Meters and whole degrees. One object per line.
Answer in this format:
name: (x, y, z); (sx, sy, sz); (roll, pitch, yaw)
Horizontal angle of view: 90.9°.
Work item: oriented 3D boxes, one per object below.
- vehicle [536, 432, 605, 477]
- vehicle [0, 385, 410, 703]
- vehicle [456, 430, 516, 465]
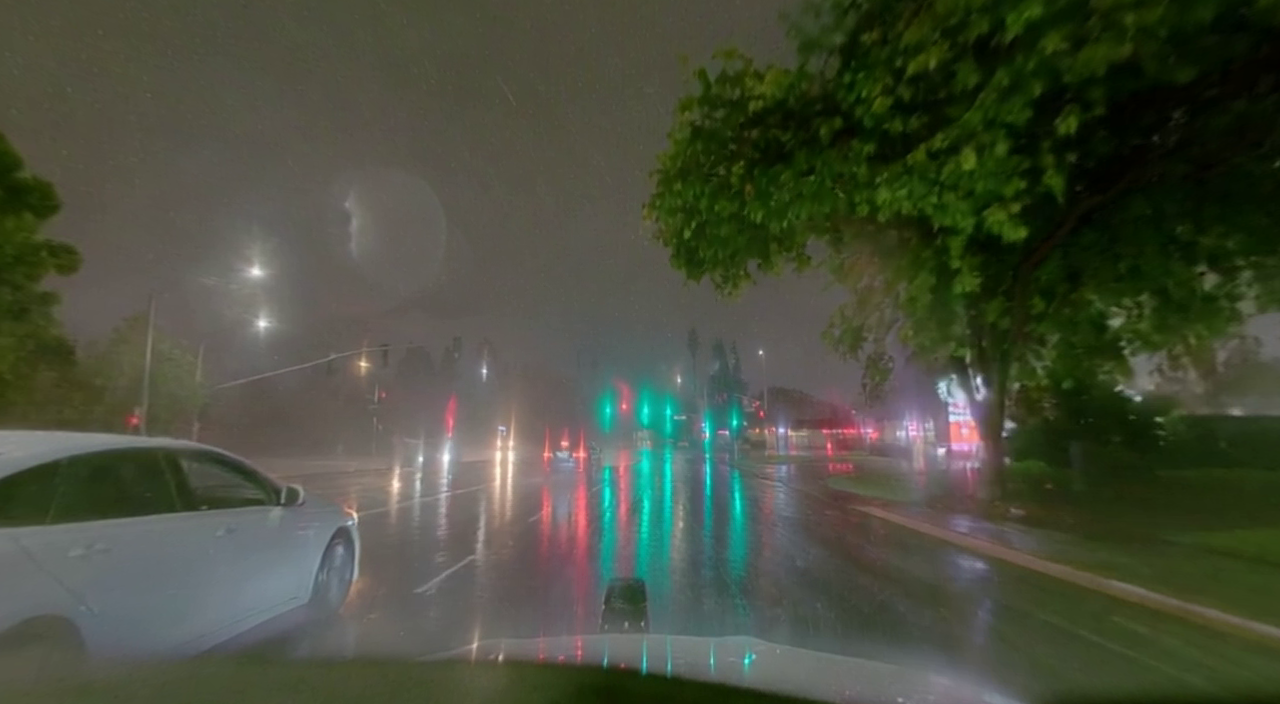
vehicle: (-2.776, 4.243, 26.198); (2.109, 1.692, 4.220); (-1, -8, 4)
vehicle: (-3.197, 1.086, 3.678); (2.018, 1.477, 4.401); (0, -8, 0)
vehicle: (-8.839, 5.553, 36.625); (2.030, 1.906, 4.661); (0, -8, 3)
